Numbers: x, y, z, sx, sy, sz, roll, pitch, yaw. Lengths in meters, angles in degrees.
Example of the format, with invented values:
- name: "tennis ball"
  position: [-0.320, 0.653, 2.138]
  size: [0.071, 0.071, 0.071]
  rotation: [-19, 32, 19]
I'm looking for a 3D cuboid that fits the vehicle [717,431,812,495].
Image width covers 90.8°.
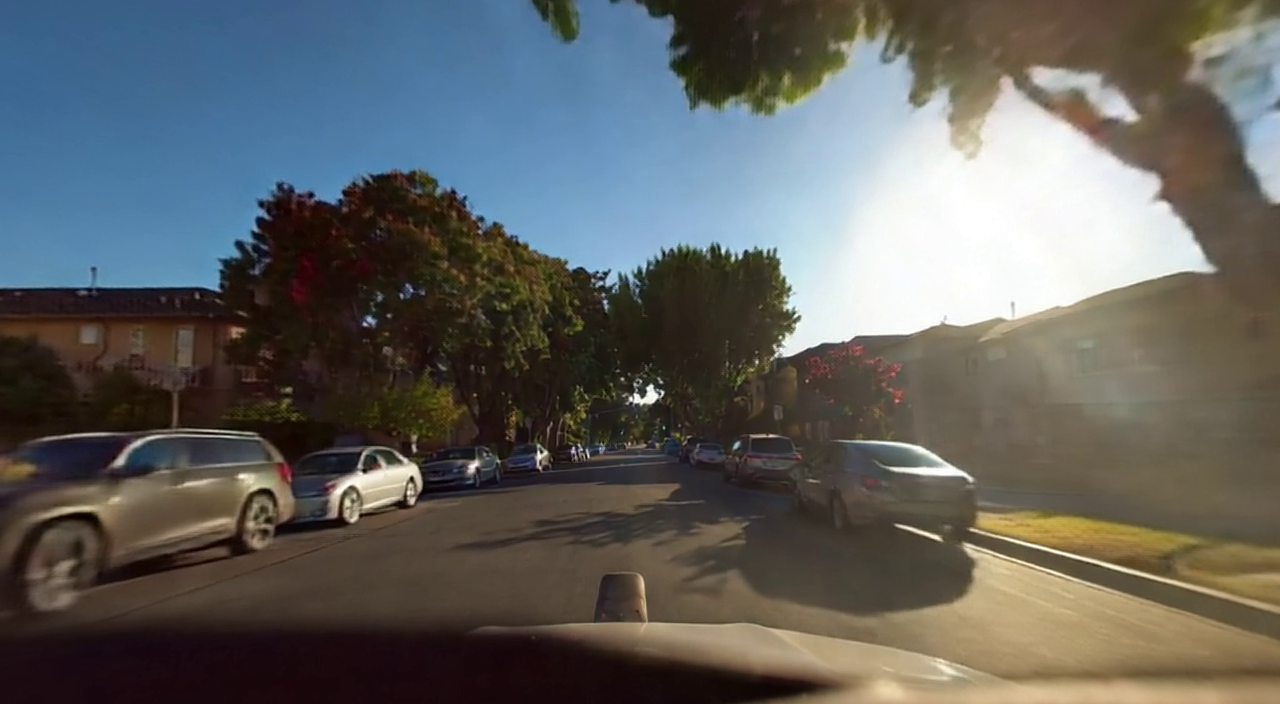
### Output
- name: "vehicle"
  position: [3.530, 3.249, 18.821]
  size: [1.950, 1.647, 4.425]
  rotation: [0, -8, 0]

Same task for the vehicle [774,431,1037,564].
- name: "vehicle"
  position: [3.510, 1.993, 9.504]
  size: [1.881, 1.482, 4.531]
  rotation: [0, -8, -2]

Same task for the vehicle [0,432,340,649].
- name: "vehicle"
  position: [-5.748, 1.800, 7.202]
  size: [2.169, 1.574, 5.016]
  rotation: [-3, -8, 1]

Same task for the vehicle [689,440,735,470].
- name: "vehicle"
  position: [3.786, 5.515, 34.067]
  size: [1.968, 1.505, 4.368]
  rotation: [0, -8, 0]

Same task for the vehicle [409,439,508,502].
- name: "vehicle"
  position: [-5.818, 3.791, 20.801]
  size: [1.901, 1.475, 4.425]
  rotation: [-4, -5, 0]

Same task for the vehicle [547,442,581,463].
- name: "vehicle"
  position: [-5.597, 7.481, 47.034]
  size: [1.998, 1.485, 4.476]
  rotation: [0, -8, 0]

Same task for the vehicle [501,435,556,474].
- name: "vehicle"
  position: [-5.850, 5.465, 33.660]
  size: [2.106, 1.760, 4.573]
  rotation: [-4, -9, -1]
